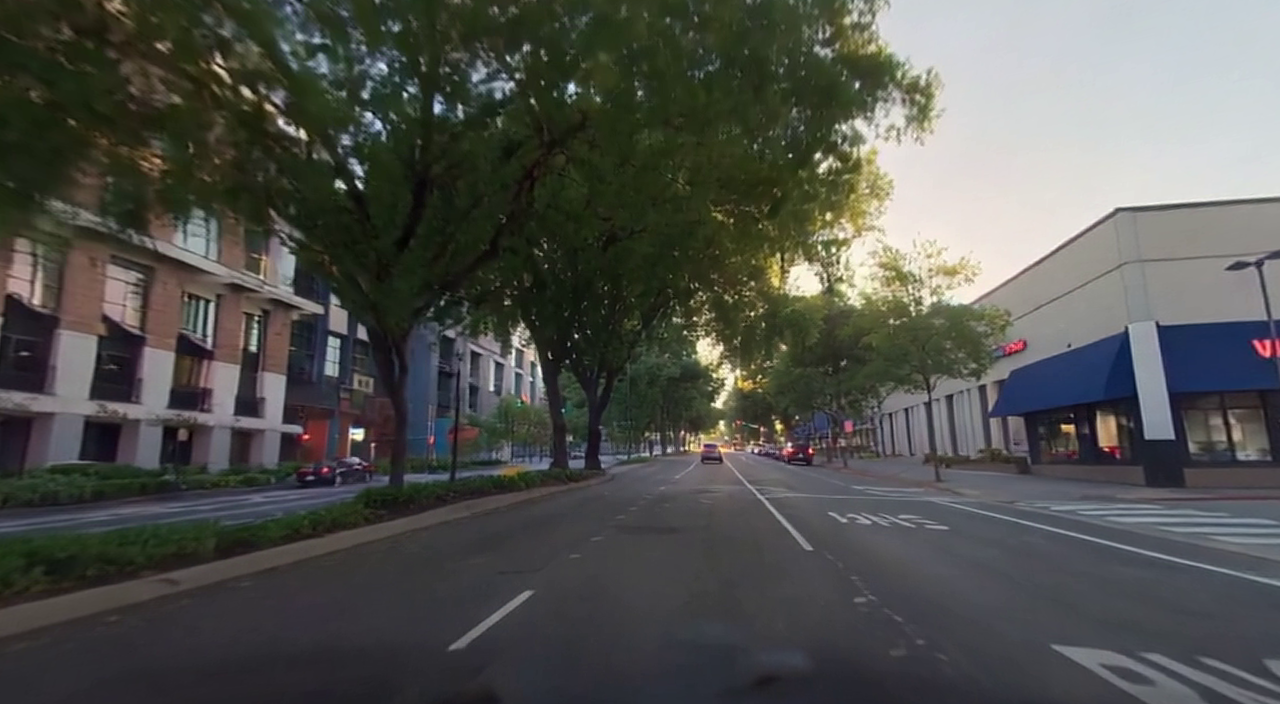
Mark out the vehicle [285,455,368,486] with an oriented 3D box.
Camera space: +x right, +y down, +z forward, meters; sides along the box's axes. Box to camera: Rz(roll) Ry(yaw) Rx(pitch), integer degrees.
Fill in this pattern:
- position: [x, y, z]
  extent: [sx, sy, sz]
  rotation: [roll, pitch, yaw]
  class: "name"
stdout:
- position: [-16.888, 6.404, 34.335]
  extent: [1.840, 1.440, 4.442]
  rotation: [-3, -9, 7]
  class: "vehicle"
